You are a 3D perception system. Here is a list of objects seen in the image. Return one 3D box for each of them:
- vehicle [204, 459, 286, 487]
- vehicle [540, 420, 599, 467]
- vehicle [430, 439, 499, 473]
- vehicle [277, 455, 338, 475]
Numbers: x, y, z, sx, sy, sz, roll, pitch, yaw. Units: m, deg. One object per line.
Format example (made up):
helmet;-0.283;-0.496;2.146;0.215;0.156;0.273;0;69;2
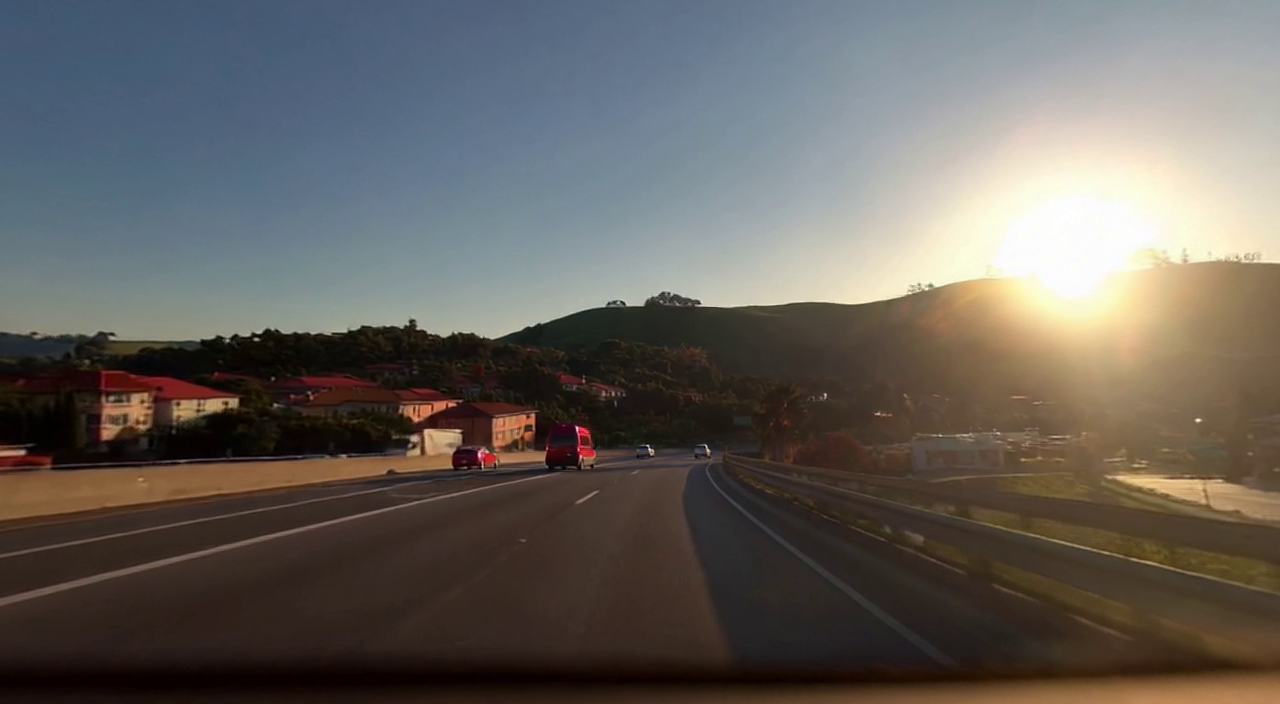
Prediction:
vehicle;-23.739;7.271;38.164;1.810;1.457;4.410;-1;-9;5
vehicle;-4.292;5.778;39.698;2.314;2.703;6.441;-1;-9;6
vehicle;-8.648;5.153;31.475;1.821;1.524;4.342;-1;-9;6
vehicle;-26.021;8.832;49.601;1.920;1.475;4.695;-1;-9;6
